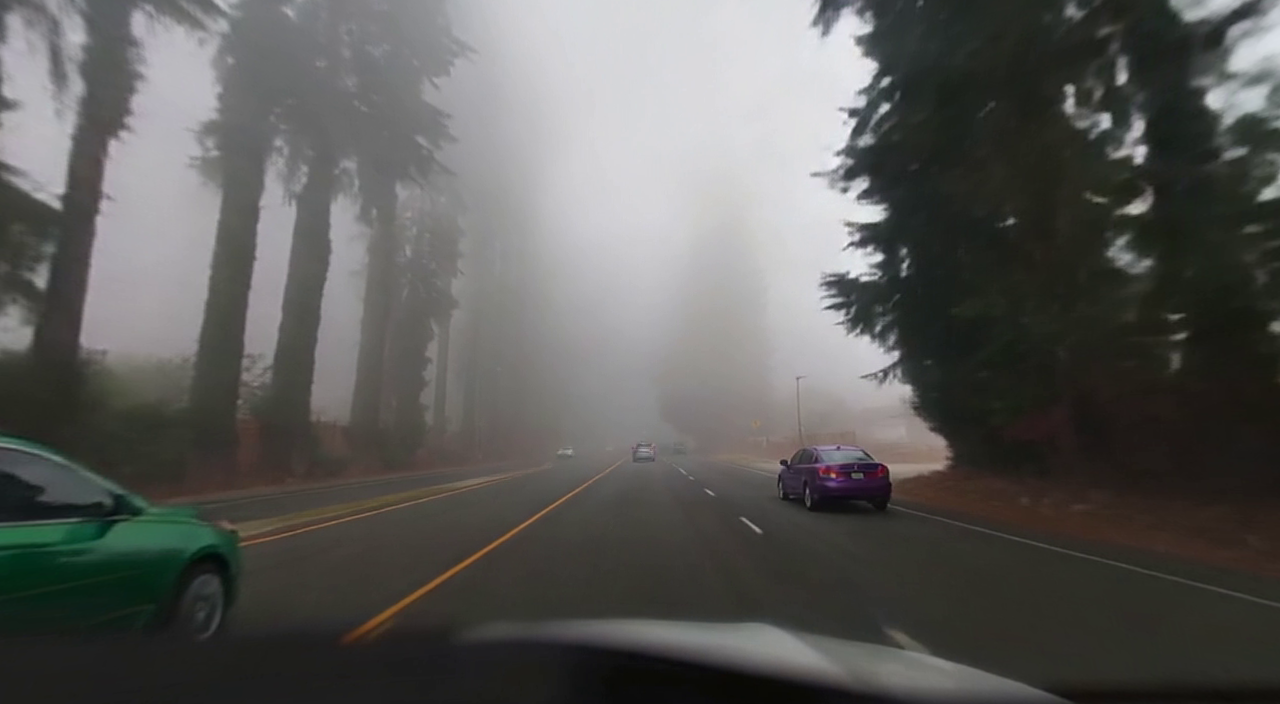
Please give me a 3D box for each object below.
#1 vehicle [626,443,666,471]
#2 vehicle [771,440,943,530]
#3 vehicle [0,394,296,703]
[{"bbox_3d":[0.391,6.209,37.612,2.206,1.525,4.695,-1,-8,1],"label":"vehicle"},{"bbox_3d":[4.151,2.577,12.967,1.943,1.471,4.515,-1,-8,0],"label":"vehicle"},{"bbox_3d":[-3.738,0.927,2.320,2.162,1.546,4.889,-1,-8,0],"label":"vehicle"}]
